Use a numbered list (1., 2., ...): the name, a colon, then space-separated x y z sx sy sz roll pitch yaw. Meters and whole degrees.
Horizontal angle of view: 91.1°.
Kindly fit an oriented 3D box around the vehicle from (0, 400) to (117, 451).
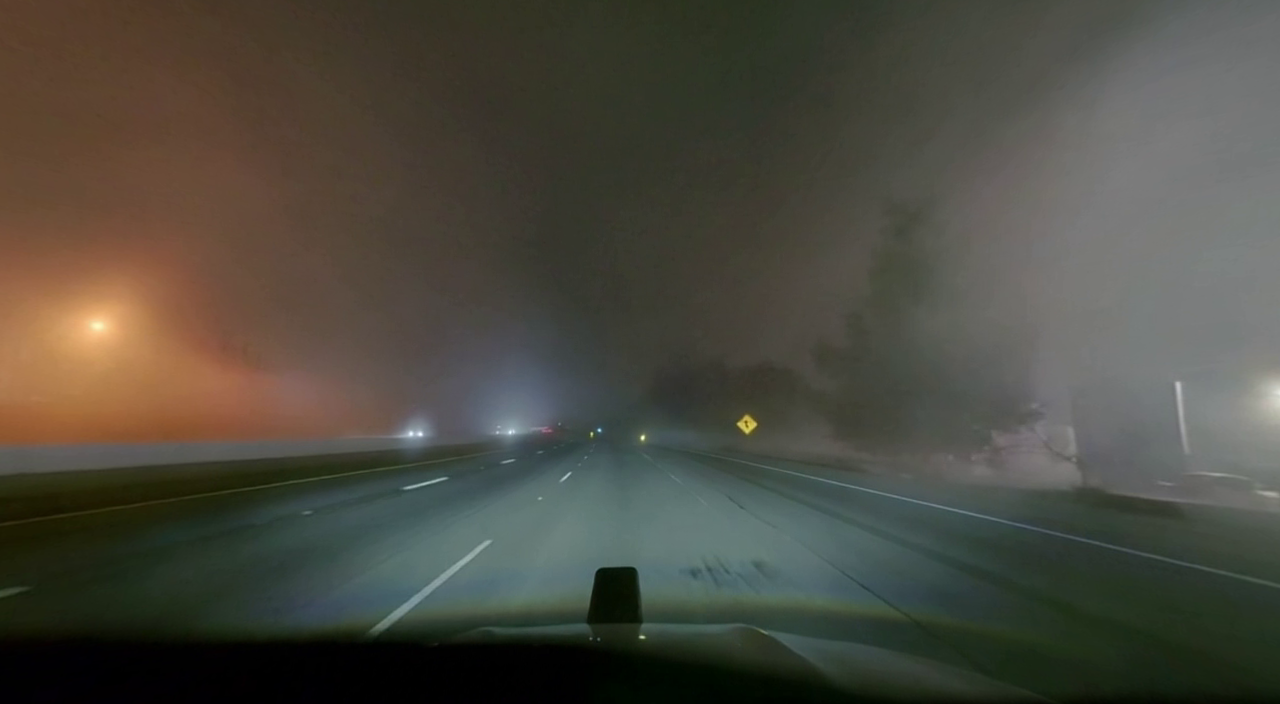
1. vehicle: -48.207 5.436 46.429 3.104 3.645 18.718 0 -9 0
